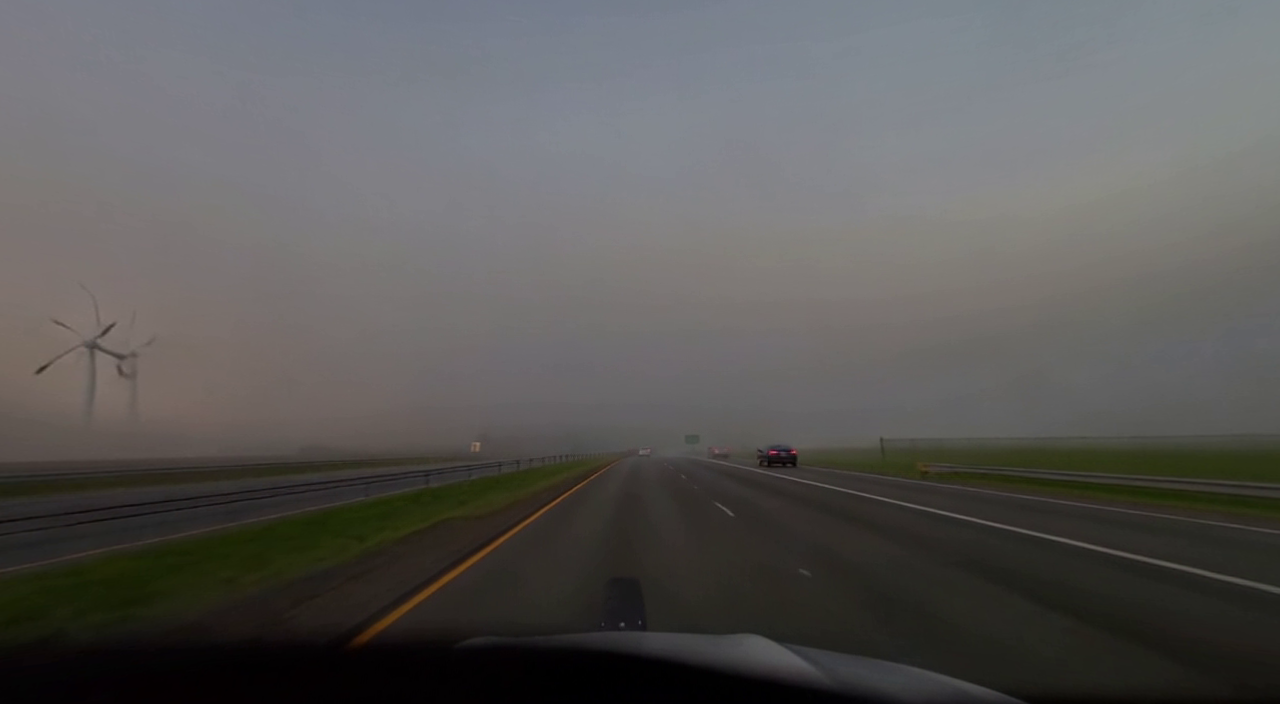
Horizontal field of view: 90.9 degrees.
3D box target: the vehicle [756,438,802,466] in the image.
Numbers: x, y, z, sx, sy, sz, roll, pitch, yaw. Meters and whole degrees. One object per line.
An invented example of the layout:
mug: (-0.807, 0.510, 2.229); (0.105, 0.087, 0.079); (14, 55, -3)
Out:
vehicle: (9.013, 6.531, 41.106); (1.897, 1.669, 4.825); (0, -9, 0)
